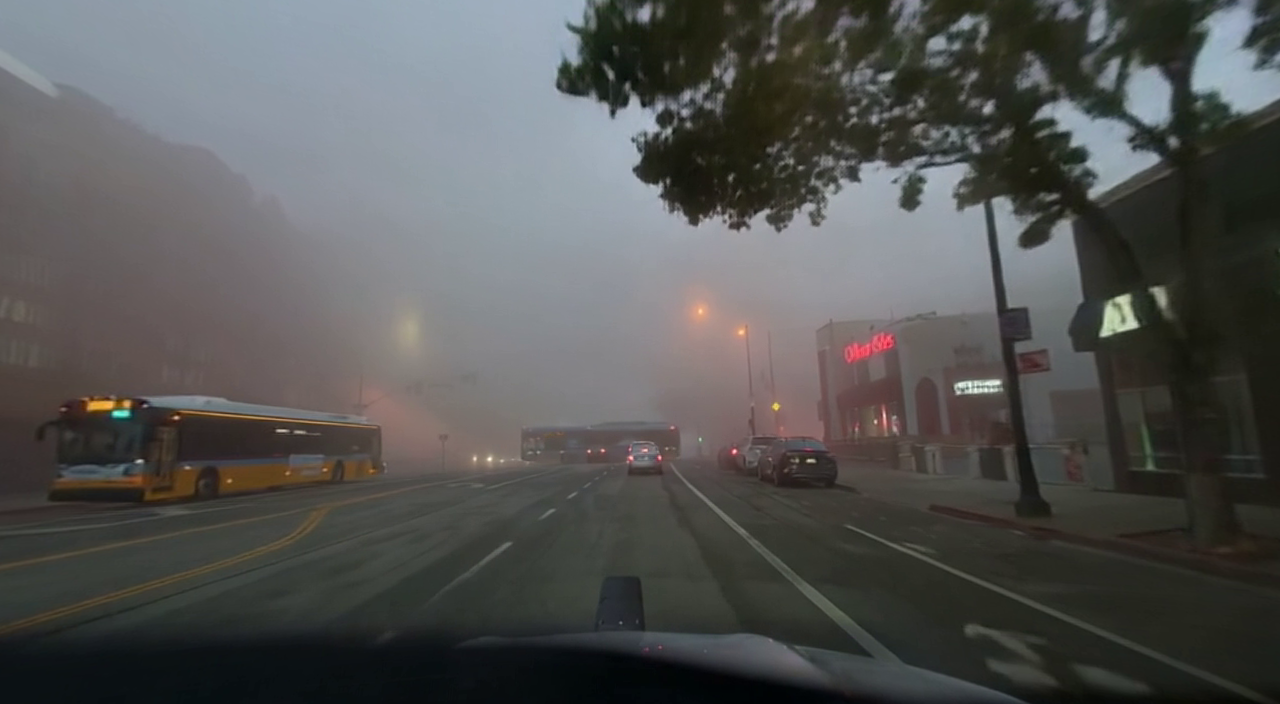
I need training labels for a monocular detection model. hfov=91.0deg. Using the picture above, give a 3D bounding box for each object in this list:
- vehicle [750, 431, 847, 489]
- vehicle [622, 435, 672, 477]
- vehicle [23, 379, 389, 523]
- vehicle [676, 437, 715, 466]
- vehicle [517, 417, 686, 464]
[{"bbox_3d":[5.065,3.513,20.763,2.014,1.681,4.332,0,-9,-1],"label":"vehicle"},{"bbox_3d":[0.240,4.699,28.619,2.089,1.699,4.650,1,-9,-2],"label":"vehicle"},{"bbox_3d":[-12.748,3.267,21.192,3.356,3.365,12.460,0,-9,1],"label":"vehicle"},{"bbox_3d":[3.350,6.091,38.741,2.222,1.688,3.952,0,-9,3],"label":"vehicle"},{"bbox_3d":[-2.921,7.023,49.950,12.978,3.538,3.117,0,-9,5],"label":"vehicle"}]
